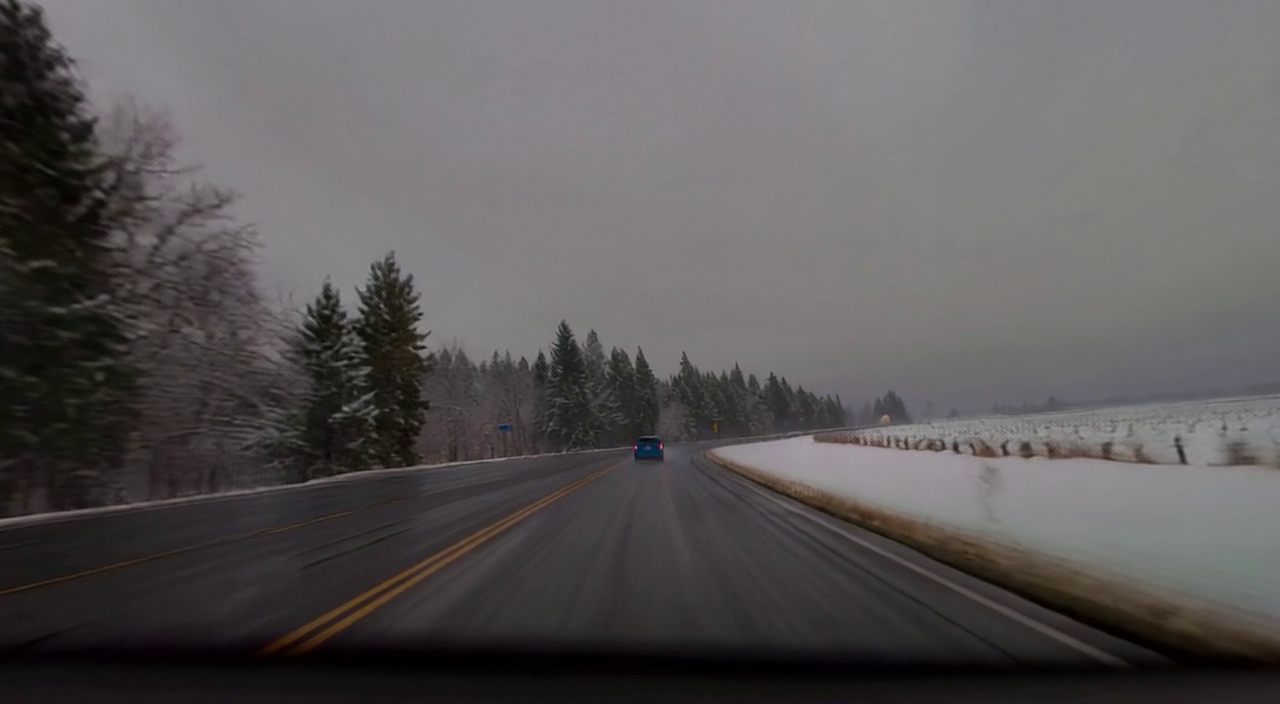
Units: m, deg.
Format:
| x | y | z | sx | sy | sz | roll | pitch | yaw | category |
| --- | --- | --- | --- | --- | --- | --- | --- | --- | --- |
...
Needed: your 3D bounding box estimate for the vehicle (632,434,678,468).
| x | y | z | sx | sy | sz | roll | pitch | yaw | category |
| --- | --- | --- | --- | --- | --- | --- | --- | --- | --- |
| 0.891 | 5.313 | 34.074 | 2.294 | 1.708 | 4.110 | -1 | -8 | 4 | vehicle |
